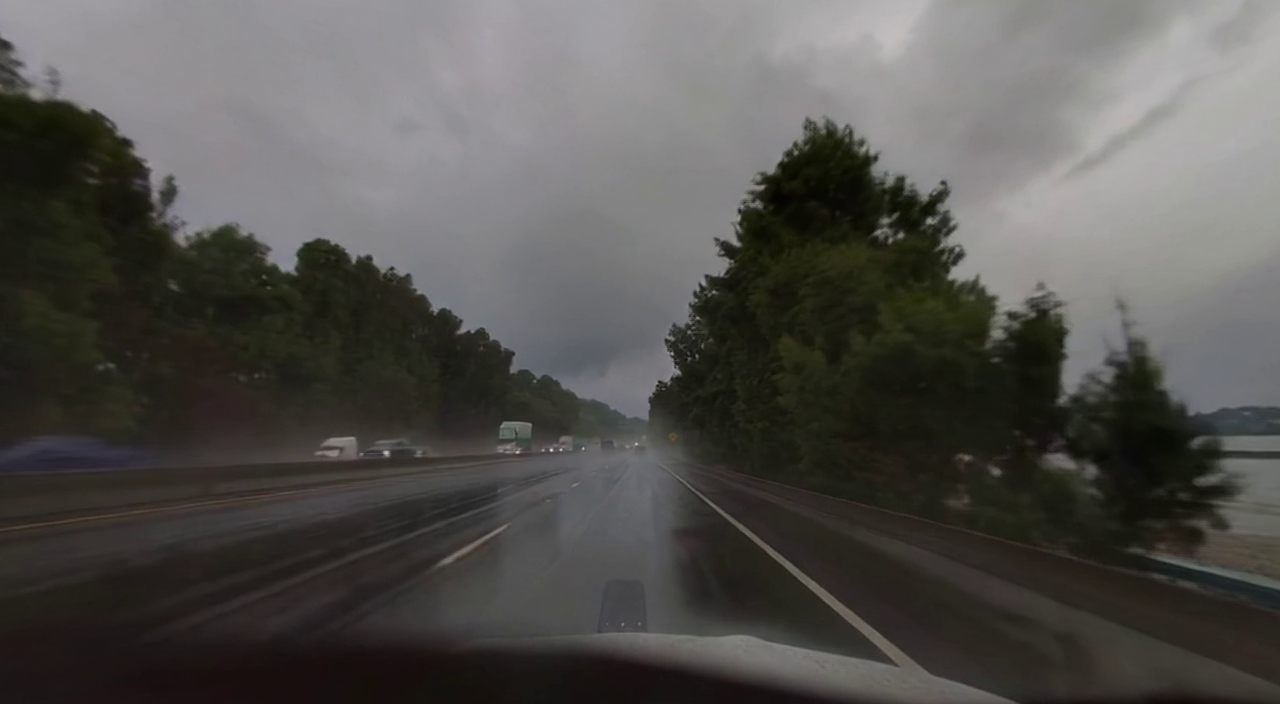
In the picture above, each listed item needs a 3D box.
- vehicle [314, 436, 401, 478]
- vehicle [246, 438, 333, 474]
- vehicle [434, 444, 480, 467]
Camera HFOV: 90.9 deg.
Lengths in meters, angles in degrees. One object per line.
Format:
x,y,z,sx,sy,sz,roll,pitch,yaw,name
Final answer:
-12.424,4.648,28.016,1.869,1.684,4.115,0,-9,1,vehicle
-17.921,5.349,32.492,2.011,1.738,4.256,0,-9,0,vehicle
-12.529,7.105,43.309,1.887,1.507,4.030,0,-9,1,vehicle
